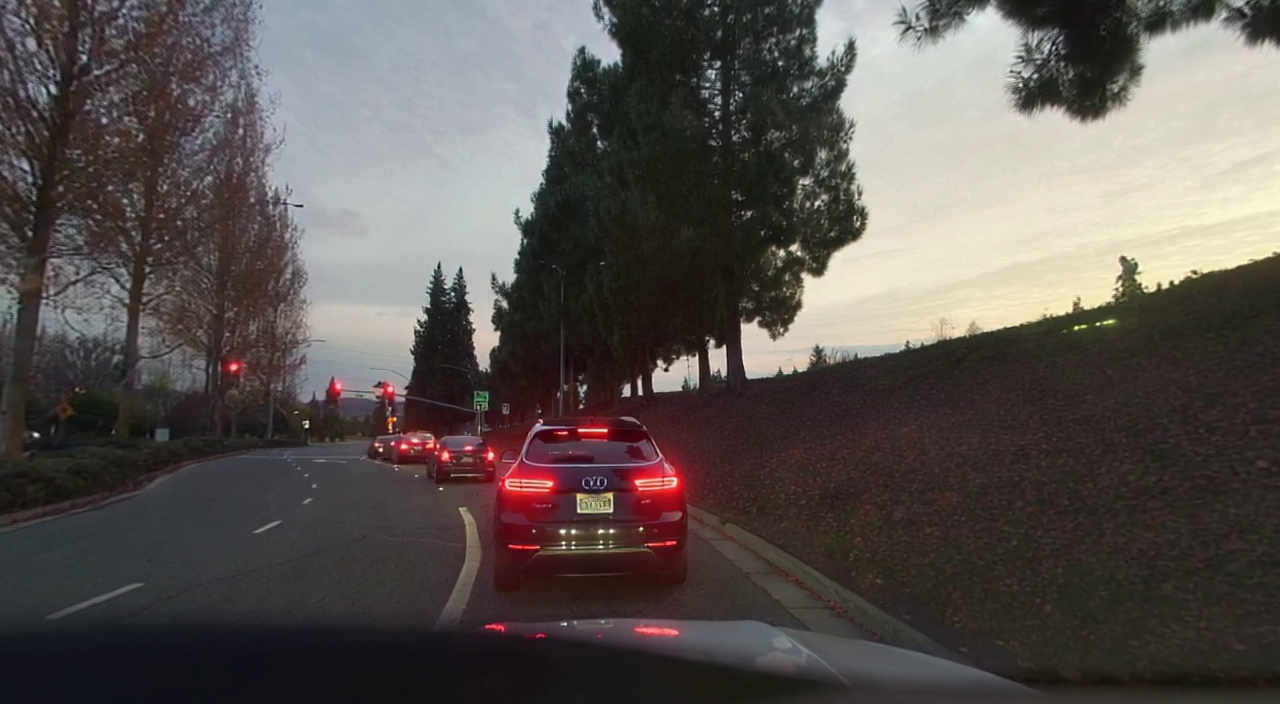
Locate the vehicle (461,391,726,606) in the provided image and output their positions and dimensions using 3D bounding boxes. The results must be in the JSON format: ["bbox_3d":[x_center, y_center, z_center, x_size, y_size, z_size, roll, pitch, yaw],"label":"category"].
[{"bbox_3d":[-0.677,1.462,7.204,2.134,1.671,4.147,1,-8,-9],"label":"vehicle"}]

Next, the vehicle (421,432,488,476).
[{"bbox_3d":[-7.282,3.937,24.490,1.902,1.536,3.662,4,-9,-25],"label":"vehicle"}]

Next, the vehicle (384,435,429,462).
[{"bbox_3d":[-13.754,5.638,36.908,1.863,1.488,4.426,4,-9,-27],"label":"vehicle"}]
